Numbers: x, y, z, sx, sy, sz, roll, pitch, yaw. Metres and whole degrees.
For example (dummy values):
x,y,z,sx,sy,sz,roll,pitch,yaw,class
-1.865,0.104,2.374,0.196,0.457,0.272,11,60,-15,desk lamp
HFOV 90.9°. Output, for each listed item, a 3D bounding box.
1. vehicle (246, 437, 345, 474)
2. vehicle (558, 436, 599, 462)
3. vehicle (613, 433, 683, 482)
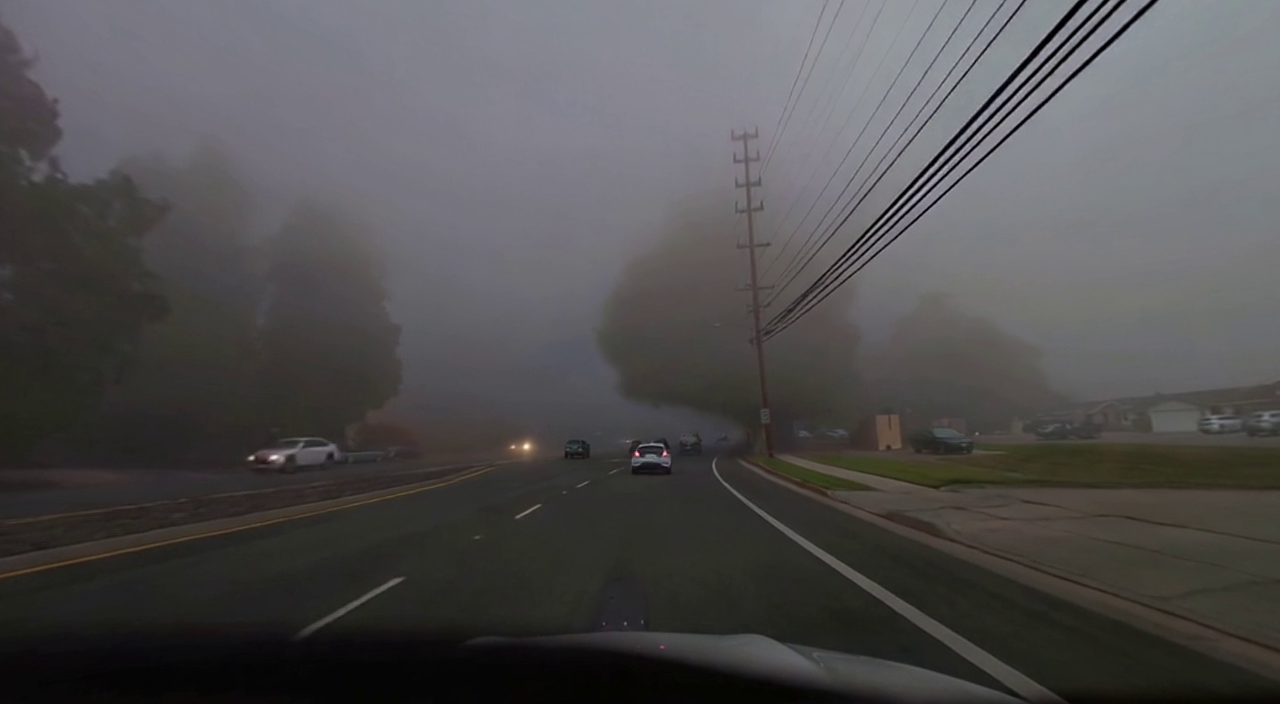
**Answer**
x,y,z,sx,sy,sz,roll,pitch,yaw,class
-17.527,5.300,32.382,2.081,1.739,4.704,-1,-9,6,vehicle
-3.777,6.047,39.234,1.983,1.485,4.159,-1,-9,2,vehicle
0.368,3.552,21.439,2.117,1.474,4.036,-1,-9,4,vehicle
